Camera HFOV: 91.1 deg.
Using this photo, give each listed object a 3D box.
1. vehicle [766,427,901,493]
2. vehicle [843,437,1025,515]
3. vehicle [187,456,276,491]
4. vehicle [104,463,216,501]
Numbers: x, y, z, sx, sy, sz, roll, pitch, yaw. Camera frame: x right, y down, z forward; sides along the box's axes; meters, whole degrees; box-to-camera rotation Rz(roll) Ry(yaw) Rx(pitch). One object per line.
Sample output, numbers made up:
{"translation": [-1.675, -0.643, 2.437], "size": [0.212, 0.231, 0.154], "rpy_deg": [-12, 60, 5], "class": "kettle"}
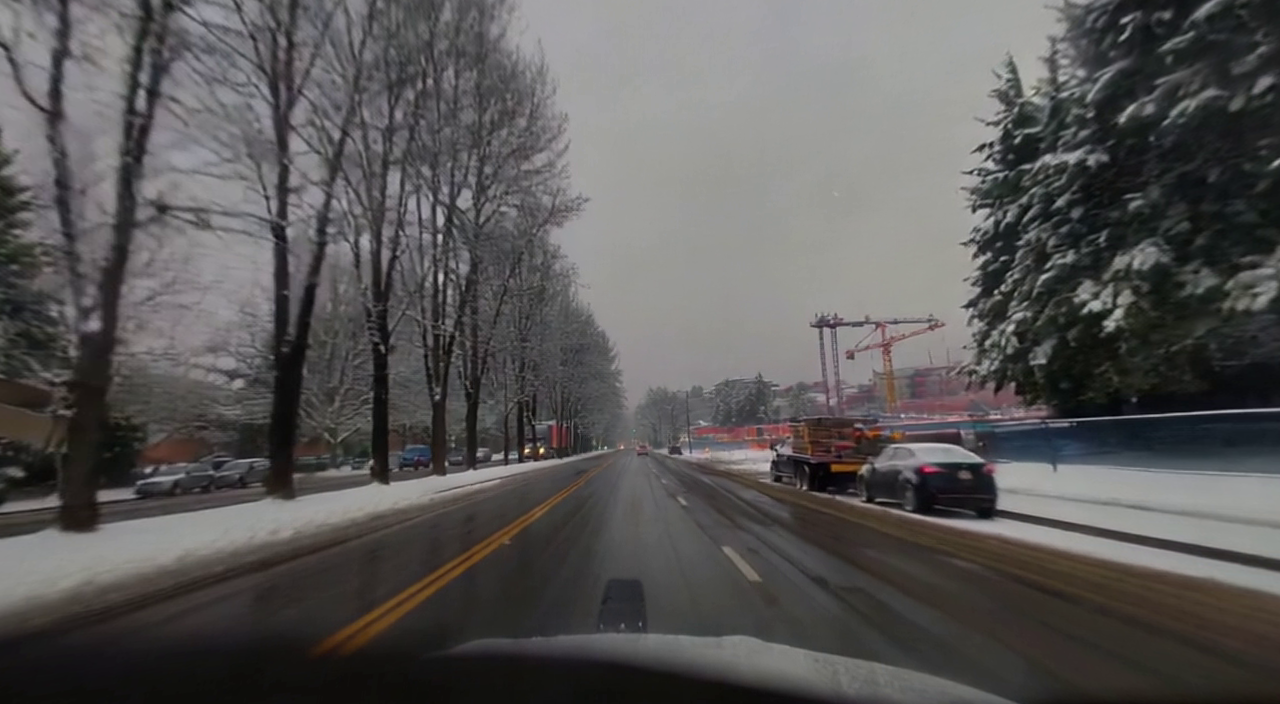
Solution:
{"translation": [6.310, 3.640, 21.677], "size": [2.513, 1.890, 6.666], "rpy_deg": [0, -8, 0], "class": "vehicle"}
{"translation": [6.416, 2.727, 14.424], "size": [1.860, 1.467, 4.576], "rpy_deg": [0, -8, -2], "class": "vehicle"}
{"translation": [-22.973, 6.815, 35.531], "size": [2.006, 1.755, 4.476], "rpy_deg": [0, -8, -1], "class": "vehicle"}
{"translation": [-22.958, 6.196, 30.294], "size": [1.862, 1.458, 4.701], "rpy_deg": [0, -8, -2], "class": "vehicle"}
